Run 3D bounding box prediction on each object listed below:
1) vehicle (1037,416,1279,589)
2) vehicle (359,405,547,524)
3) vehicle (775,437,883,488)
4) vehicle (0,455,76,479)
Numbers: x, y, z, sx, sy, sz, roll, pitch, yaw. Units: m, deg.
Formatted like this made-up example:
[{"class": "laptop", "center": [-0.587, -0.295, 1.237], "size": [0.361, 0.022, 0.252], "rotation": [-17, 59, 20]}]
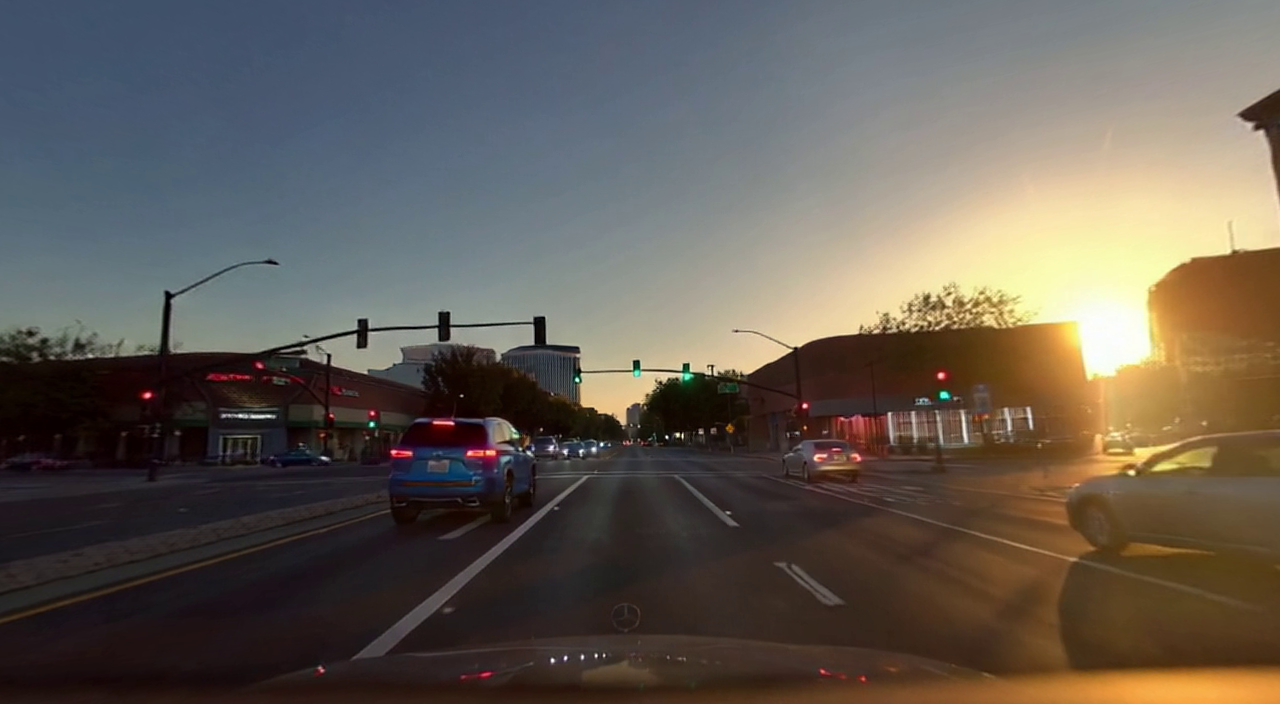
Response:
[{"class": "vehicle", "center": [6.743, 1.479, 6.548], "size": [2.014, 1.539, 4.852], "rotation": [0, -8, -1]}, {"class": "vehicle", "center": [-3.347, 2.160, 12.644], "size": [2.313, 1.883, 5.016], "rotation": [0, -8, -1]}, {"class": "vehicle", "center": [6.091, 3.612, 21.031], "size": [1.972, 1.476, 4.775], "rotation": [0, -8, -2]}, {"class": "vehicle", "center": [-41.316, 7.749, 42.531], "size": [4.733, 1.500, 1.814], "rotation": [0, -8, -2]}]
